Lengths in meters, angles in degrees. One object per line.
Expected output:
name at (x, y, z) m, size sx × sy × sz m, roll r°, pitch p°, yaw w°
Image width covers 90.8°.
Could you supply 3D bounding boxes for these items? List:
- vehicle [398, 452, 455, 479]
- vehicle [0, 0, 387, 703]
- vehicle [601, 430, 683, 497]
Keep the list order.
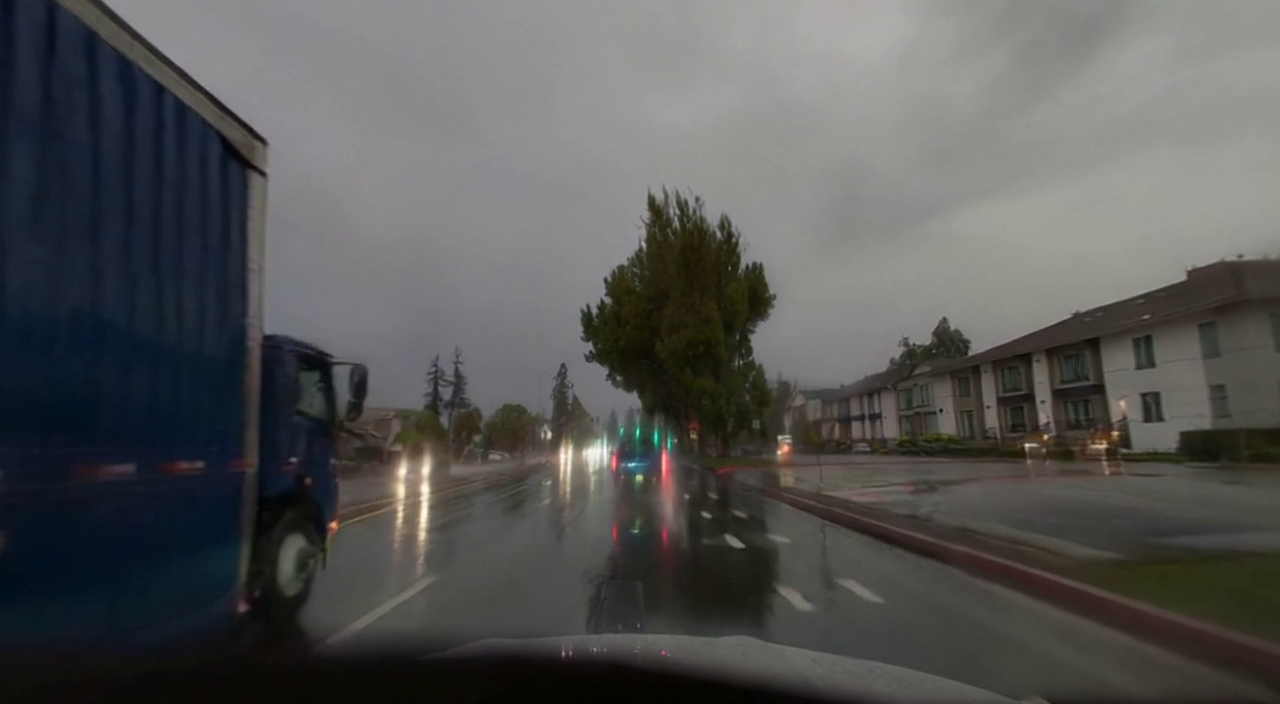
vehicle at (-12.102, 6.439, 36.112) m, size 1.797 × 1.364 × 4.169 m, roll 0°, pitch -9°, yaw 0°
vehicle at (-3.900, -0.496, 0.602) m, size 2.996 × 3.902 × 10.410 m, roll 0°, pitch -9°, yaw 0°
vehicle at (0.024, 3.120, 18.013) m, size 2.094 × 1.682 × 3.866 m, roll 0°, pitch -9°, yaw -1°
